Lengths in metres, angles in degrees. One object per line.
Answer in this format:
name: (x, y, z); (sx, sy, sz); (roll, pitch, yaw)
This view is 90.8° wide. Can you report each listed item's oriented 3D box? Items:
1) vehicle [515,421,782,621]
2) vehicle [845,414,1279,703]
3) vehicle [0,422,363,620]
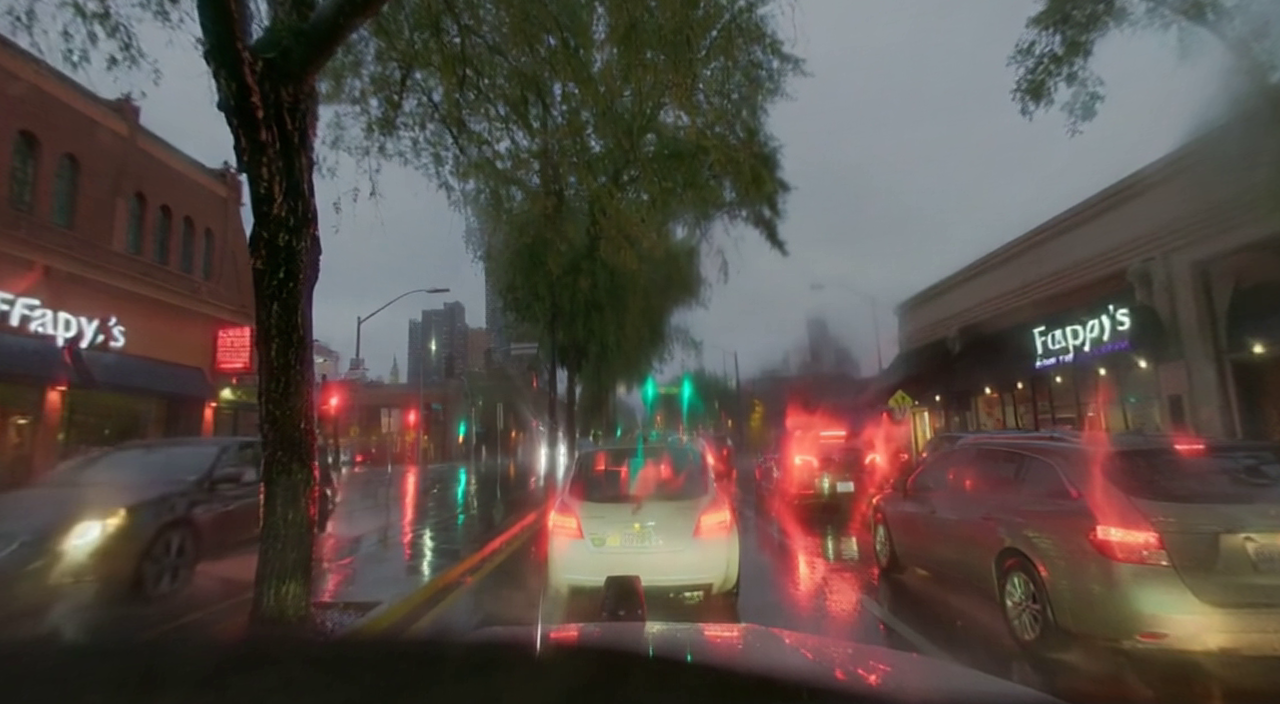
vehicle: (0.057, 1.544, 6.614); (2.006, 1.487, 3.535); (0, -9, 0)
vehicle: (3.394, 1.369, 5.305); (1.988, 1.480, 4.195); (0, -9, 1)
vehicle: (-5.227, 1.691, 7.392); (1.898, 1.542, 4.689); (0, -9, -1)
